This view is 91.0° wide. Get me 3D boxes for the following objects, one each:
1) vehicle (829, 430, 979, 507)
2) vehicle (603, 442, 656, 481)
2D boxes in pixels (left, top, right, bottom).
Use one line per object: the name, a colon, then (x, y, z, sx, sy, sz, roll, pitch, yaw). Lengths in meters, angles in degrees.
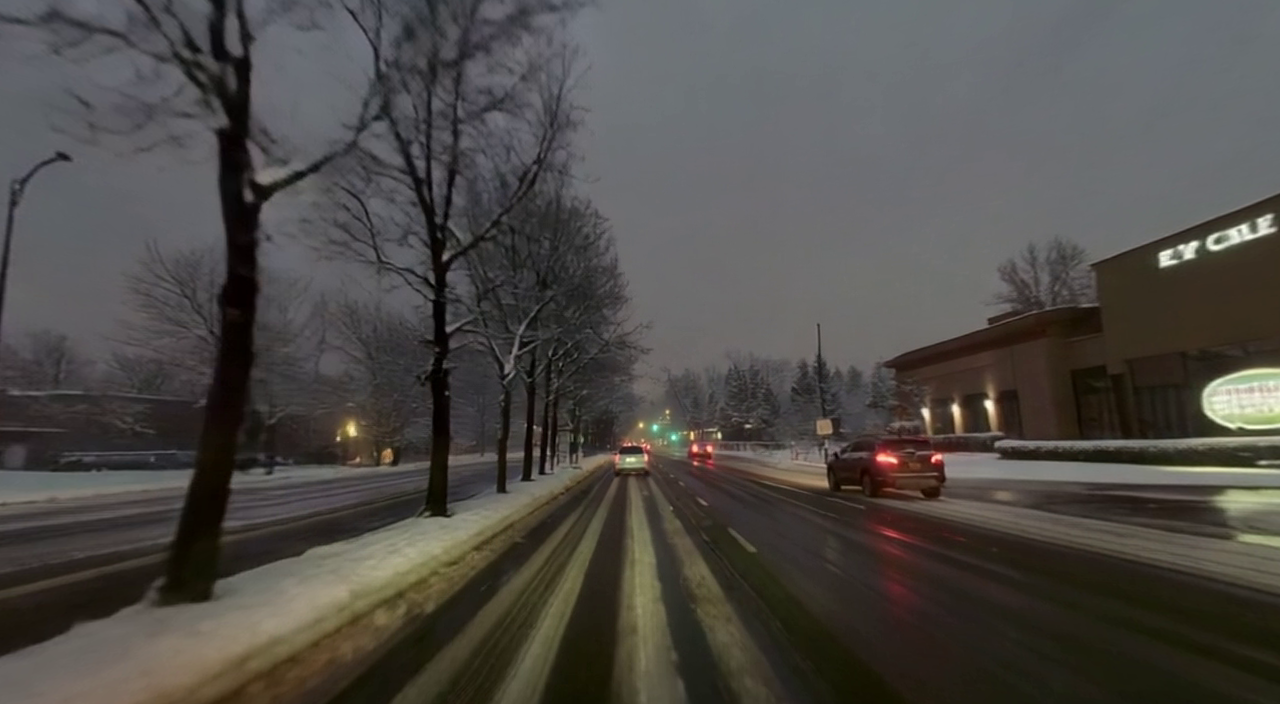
vehicle: (6.350, 2.826, 15.713, 1.949, 1.647, 3.894, 0, -8, -2)
vehicle: (-0.401, 4.354, 25.300, 1.970, 1.402, 3.756, 0, -8, -1)
